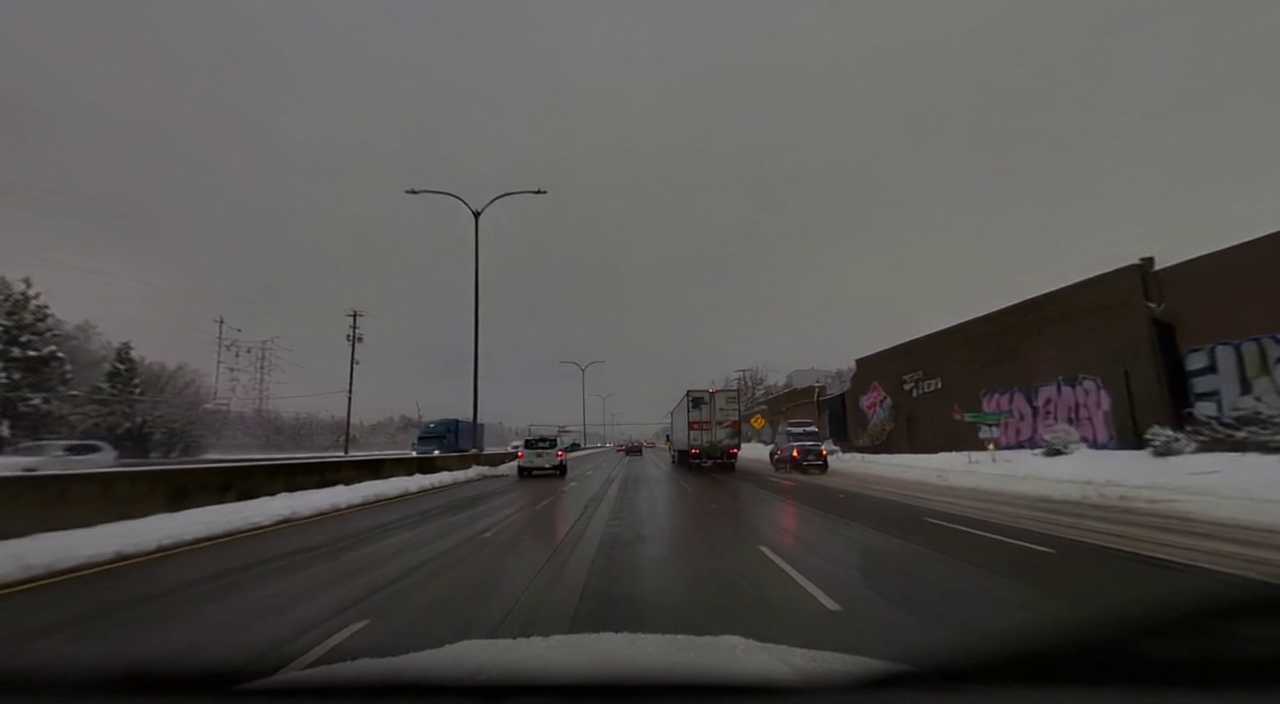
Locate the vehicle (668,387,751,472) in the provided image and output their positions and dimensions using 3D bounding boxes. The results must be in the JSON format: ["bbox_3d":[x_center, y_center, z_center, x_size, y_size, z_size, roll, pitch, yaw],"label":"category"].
[{"bbox_3d":[3.344,4.285,33.716,2.976,3.806,10.591,0,-9,-1],"label":"vehicle"}]

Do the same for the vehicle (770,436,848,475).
[{"bbox_3d":[7.073,4.390,26.965,1.915,1.476,4.677,0,-9,-1],"label":"vehicle"}]

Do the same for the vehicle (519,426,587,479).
[{"bbox_3d":[-3.296,3.940,24.975,2.249,1.843,5.176,0,-9,-3],"label":"vehicle"}]

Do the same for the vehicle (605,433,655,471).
[{"bbox_3d":[-0.463,4.740,29.984,2.191,1.685,4.015,0,-9,0],"label":"vehicle"}]

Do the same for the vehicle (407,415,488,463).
[{"bbox_3d":[-14.366,6.722,48.306,2.928,3.237,10.432,0,-9,0],"label":"vehicle"}]
